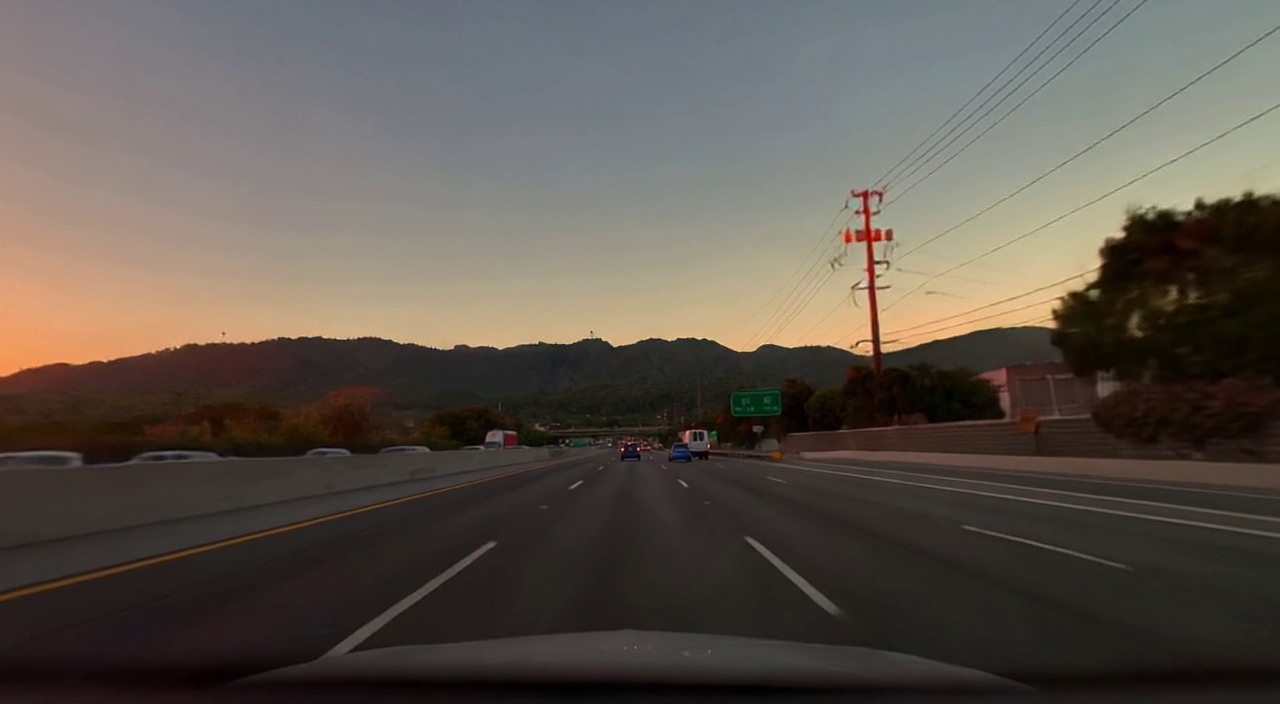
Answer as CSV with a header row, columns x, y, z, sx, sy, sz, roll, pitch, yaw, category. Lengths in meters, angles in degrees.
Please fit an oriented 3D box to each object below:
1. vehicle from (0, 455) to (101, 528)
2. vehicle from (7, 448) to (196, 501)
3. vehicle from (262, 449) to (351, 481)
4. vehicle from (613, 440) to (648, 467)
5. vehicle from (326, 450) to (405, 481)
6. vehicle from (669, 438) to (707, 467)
x,y,z,sx,sy,sz,roll,pitch,yaw,category
-13.965,2.869,12.955,1.894,1.454,4.454,0,-9,0,vehicle
-21.539,4.885,25.828,2.345,1.875,6.106,0,-9,0,vehicle
-17.626,5.963,33.685,2.189,1.592,4.632,0,-9,0,vehicle
-0.668,6.966,43.432,2.325,1.712,4.592,0,-9,-1,vehicle
-14.006,5.806,32.603,2.039,1.493,4.548,0,-9,0,vehicle
3.164,6.787,42.742,2.036,1.796,4.470,0,-9,-2,vehicle
